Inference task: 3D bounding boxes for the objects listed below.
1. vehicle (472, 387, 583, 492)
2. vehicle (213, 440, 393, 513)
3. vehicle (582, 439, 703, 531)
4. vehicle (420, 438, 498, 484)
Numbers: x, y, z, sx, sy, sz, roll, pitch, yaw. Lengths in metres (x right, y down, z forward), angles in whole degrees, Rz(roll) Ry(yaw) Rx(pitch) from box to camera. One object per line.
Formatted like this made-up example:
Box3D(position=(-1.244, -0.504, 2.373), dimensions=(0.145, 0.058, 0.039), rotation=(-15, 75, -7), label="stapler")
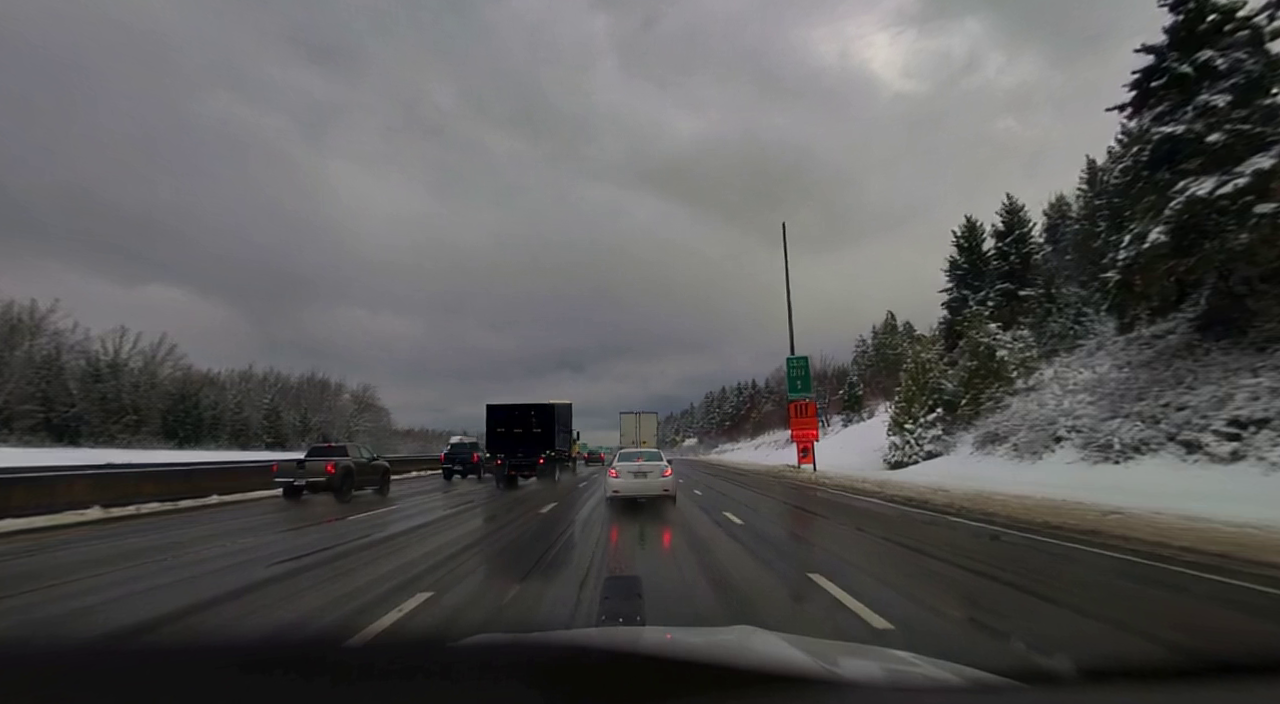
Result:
Box3D(position=(-3.931, 3.381, 23.992), dimensions=(2.812, 3.342, 7.248), rotation=(-1, -9, 1), label="vehicle")
Box3D(position=(-8.037, 2.994, 15.690), dimensions=(1.879, 1.521, 4.623), rotation=(-1, -9, 1), label="vehicle")
Box3D(position=(0.010, 2.472, 12.229), dimensions=(1.995, 1.495, 3.380), rotation=(0, -9, -1), label="vehicle")
Box3D(position=(-7.558, 4.575, 26.787), dimensions=(1.952, 1.746, 4.332), rotation=(-1, -9, 1), label="vehicle")
